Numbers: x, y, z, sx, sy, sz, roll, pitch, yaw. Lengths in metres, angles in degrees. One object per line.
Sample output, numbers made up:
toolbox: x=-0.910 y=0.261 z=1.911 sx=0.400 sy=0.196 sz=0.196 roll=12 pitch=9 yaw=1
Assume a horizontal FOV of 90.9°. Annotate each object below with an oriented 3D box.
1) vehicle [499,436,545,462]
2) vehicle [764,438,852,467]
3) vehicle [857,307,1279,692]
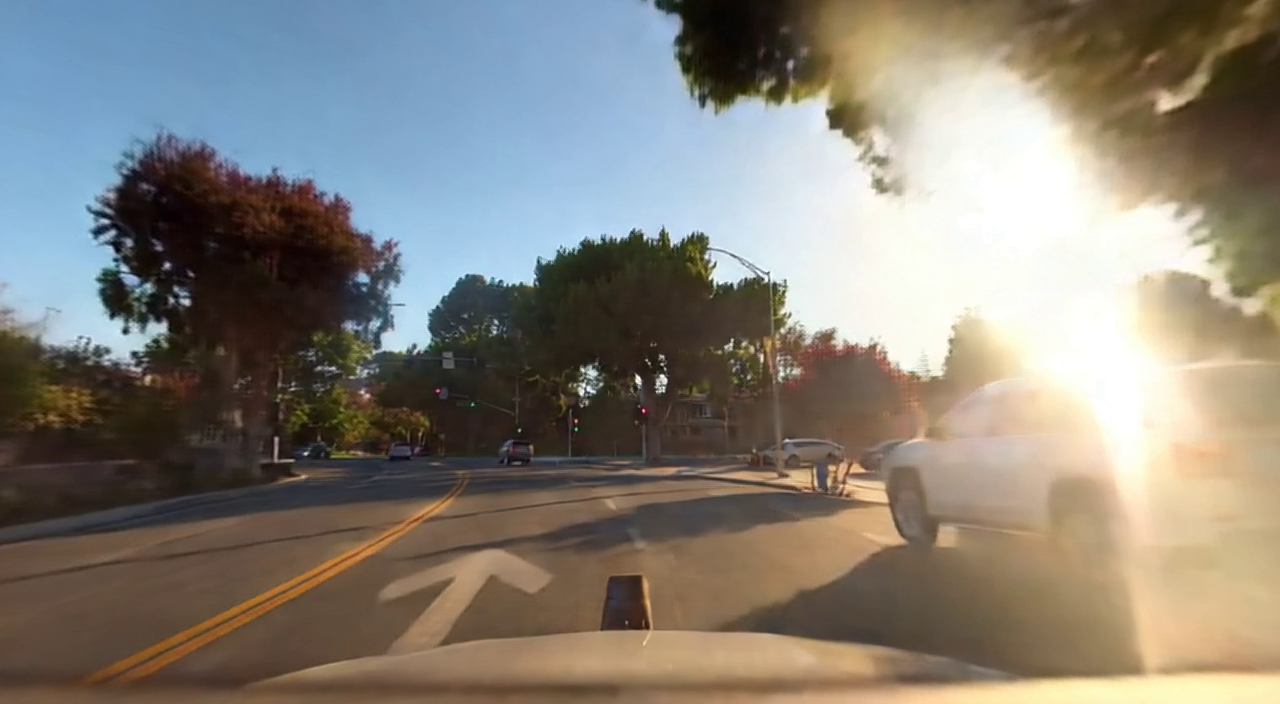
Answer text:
vehicle: x=-8.238 y=6.719 z=43.746 sx=2.138 sy=1.729 sz=4.178 roll=4 pitch=-9 yaw=-25
vehicle: x=9.267 y=5.553 z=34.925 sx=4.169 sy=1.527 sz=2.053 roll=2 pitch=-9 yaw=-14
vehicle: x=4.429 y=1.183 z=6.200 sx=2.338 sy=2.063 sz=5.592 roll=0 pitch=-8 yaw=-3
